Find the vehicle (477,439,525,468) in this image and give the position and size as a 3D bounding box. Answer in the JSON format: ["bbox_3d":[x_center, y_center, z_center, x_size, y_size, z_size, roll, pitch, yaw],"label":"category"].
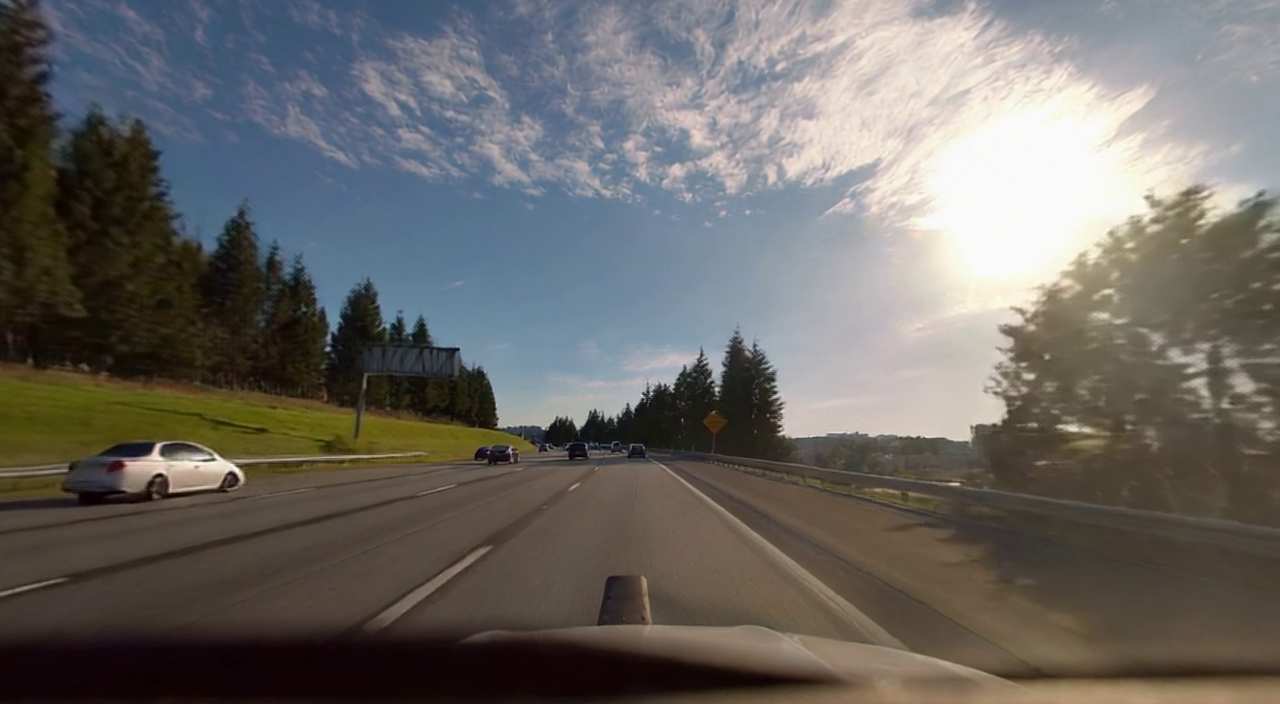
[{"bbox_3d":[-8.360,6.144,38.197,2.015,1.651,4.432,0,-9,-1],"label":"vehicle"}]

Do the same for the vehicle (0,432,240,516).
[{"bbox_3d":[-11.380,2.556,13.722,2.056,1.489,4.852,0,-9,0],"label":"vehicle"}]

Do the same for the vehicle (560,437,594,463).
[{"bbox_3d":[-4.633,7.243,46.545,2.138,1.833,4.622,0,-9,-1],"label":"vehicle"}]
